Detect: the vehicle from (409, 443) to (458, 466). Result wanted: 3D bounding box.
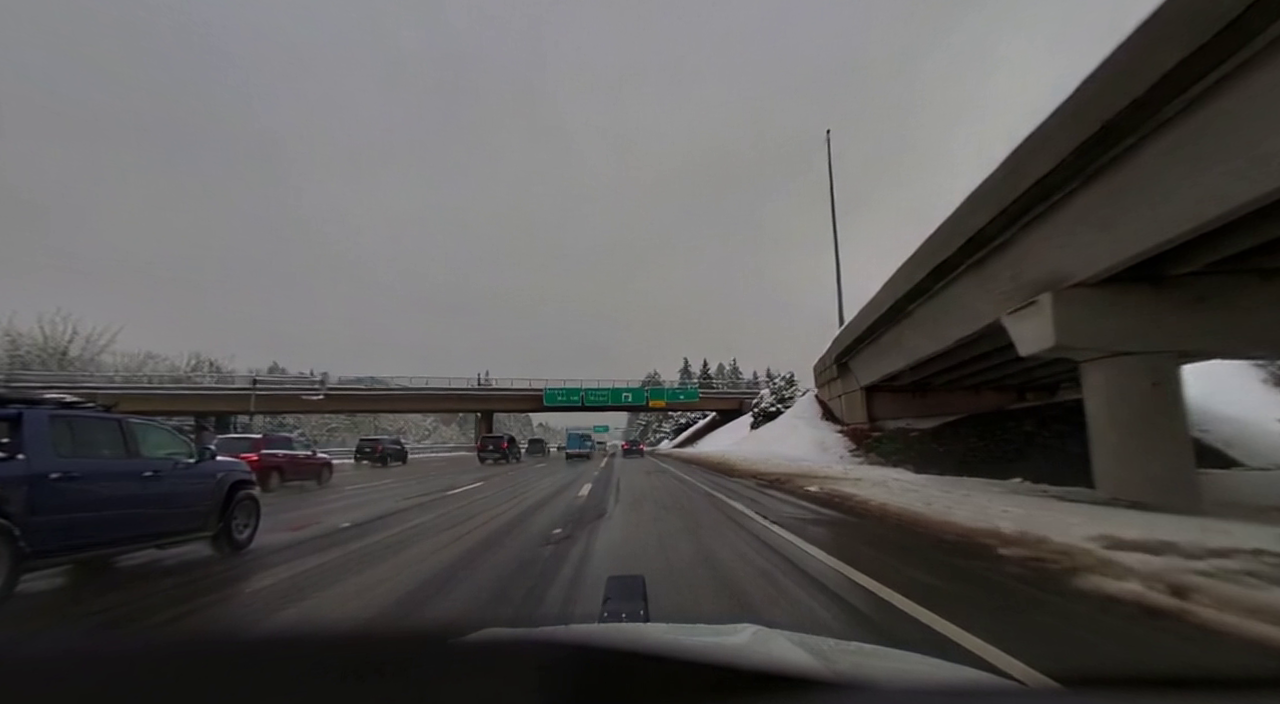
[{"bbox_3d":[-13.919,6.897,42.543,1.899,1.485,4.368,0,-8,-1],"label":"vehicle"}]

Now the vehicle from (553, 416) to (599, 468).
[{"bbox_3d":[-3.733,5.465,38.031,2.301,2.843,6.458,0,-8,-2],"label":"vehicle"}]

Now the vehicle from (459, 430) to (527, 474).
[{"bbox_3d":[-7.017,4.823,30.465,2.179,1.948,4.618,0,-8,0],"label":"vehicle"}]

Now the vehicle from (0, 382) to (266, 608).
[{"bbox_3d":[-6.344,1.249,5.708,2.355,1.805,5.938,0,-8,-2],"label":"vehicle"}]

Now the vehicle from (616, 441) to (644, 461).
[{"bbox_3d":[-0.805,7.764,49.356,2.079,1.506,4.488,0,-8,-2],"label":"vehicle"}]

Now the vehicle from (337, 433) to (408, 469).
[{"bbox_3d":[-17.308,6.416,40.999,2.258,2.139,5.495,0,-8,-1],"label":"vehicle"}]
